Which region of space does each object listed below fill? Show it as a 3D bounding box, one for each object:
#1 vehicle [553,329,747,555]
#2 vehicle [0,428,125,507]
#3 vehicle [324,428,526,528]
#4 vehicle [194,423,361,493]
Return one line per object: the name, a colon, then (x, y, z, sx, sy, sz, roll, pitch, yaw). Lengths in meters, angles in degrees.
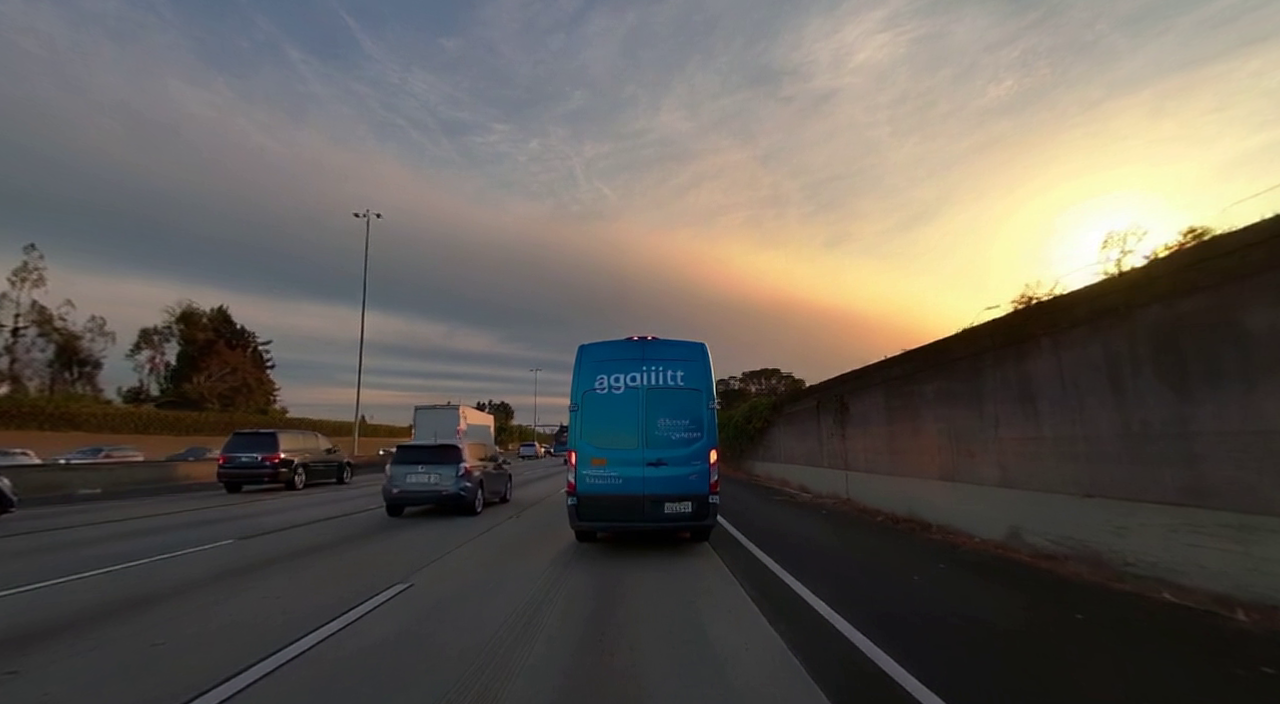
vehicle: (0.158, 1.544, 10.910, 2.316, 2.738, 6.398, 0, -9, 1)
vehicle: (-14.428, 2.580, 14.246, 1.812, 1.642, 4.323, 0, -9, 1)
vehicle: (-3.819, 2.331, 12.303, 2.212, 1.551, 4.658, 0, -8, 1)
vehicle: (-10.812, 3.212, 19.383, 2.061, 1.846, 4.852, 0, -8, 3)
